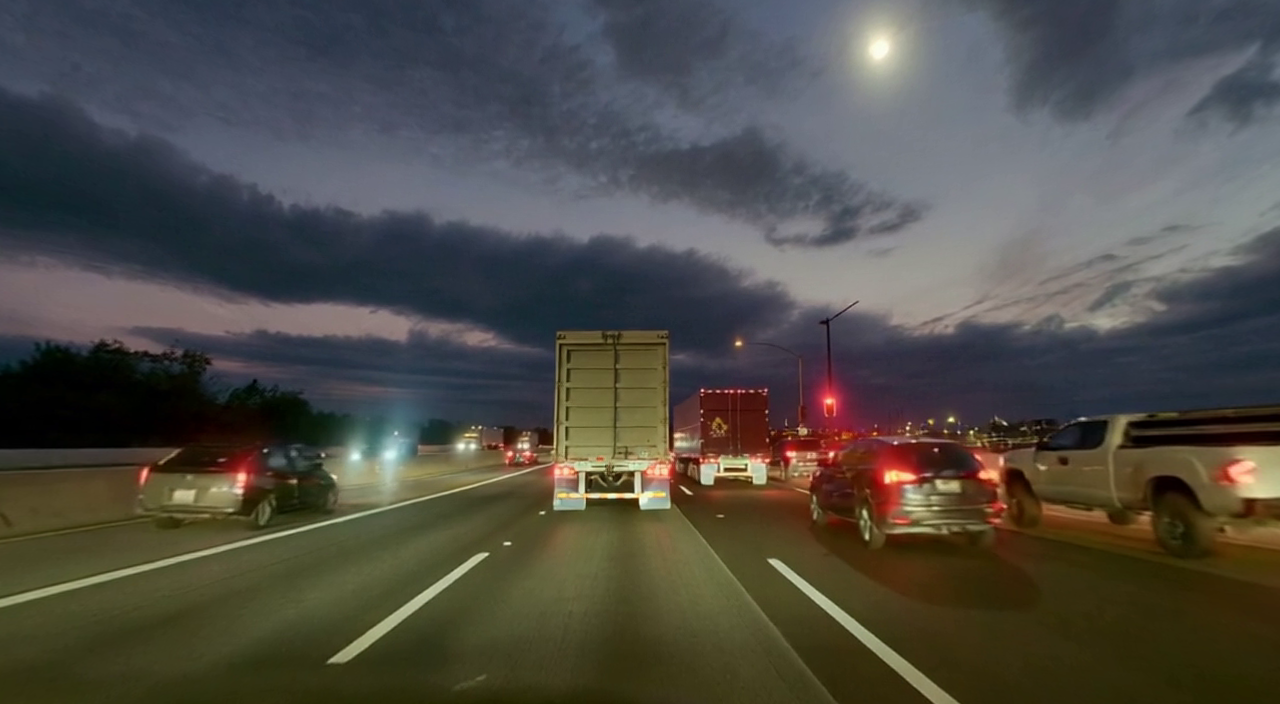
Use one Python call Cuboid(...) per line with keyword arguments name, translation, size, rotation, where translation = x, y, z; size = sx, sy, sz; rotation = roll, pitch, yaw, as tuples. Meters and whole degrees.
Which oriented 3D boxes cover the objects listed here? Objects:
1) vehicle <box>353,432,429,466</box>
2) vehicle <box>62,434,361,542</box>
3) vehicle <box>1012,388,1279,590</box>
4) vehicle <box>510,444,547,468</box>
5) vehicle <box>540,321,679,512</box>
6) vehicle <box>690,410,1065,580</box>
Cuboid(name="vehicle", translation=(-13.614, 5.347, 34.946), size=(2.050, 1.703, 5.398), rotation=(0, -9, -1))
Cuboid(name="vehicle", translation=(-7.030, 2.262, 11.232), size=(1.973, 1.471, 4.779), rotation=(0, -9, 0))
Cuboid(name="vehicle", translation=(7.058, 1.568, 7.775), size=(2.070, 1.888, 4.546), rotation=(0, -9, -1))
Cuboid(name="vehicle", translation=(-8.444, 7.920, 48.186), size=(2.088, 1.726, 4.545), rotation=(0, -9, -2))
Cuboid(name="vehicle", translation=(-0.684, 2.145, 18.766), size=(2.906, 4.040, 10.743), rotation=(0, -9, 0))
Cuboid(name="vehicle", translation=(3.334, 2.776, 14.730), size=(2.869, 1.940, 14.755), rotation=(0, -9, -1))
